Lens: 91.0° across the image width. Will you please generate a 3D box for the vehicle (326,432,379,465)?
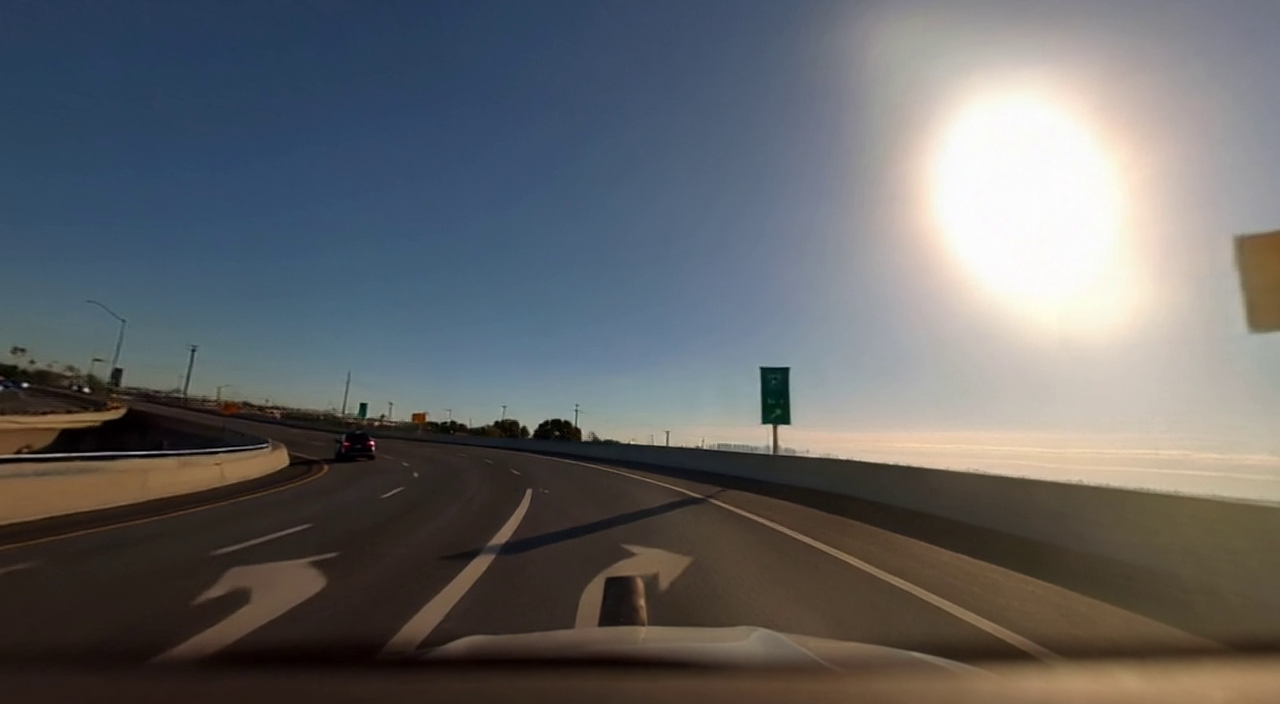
[{"bbox_3d":[-15.391,5.126,33.558,2.234,1.588,4.484,5,-9,-27],"label":"vehicle"}]
